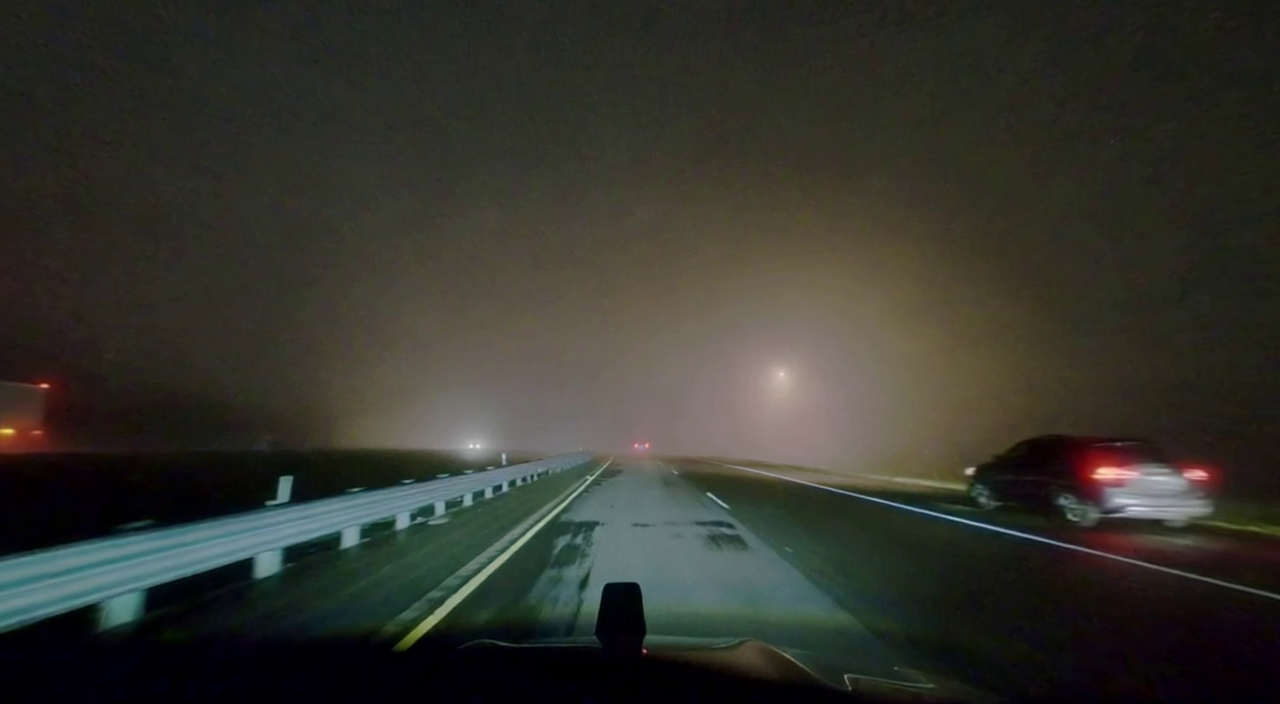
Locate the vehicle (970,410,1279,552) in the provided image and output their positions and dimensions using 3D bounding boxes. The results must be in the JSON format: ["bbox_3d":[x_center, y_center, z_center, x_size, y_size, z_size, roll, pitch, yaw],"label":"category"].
[{"bbox_3d":[7.700,1.880,9.927,2.025,1.649,5.075,0,-8,-2],"label":"vehicle"}]
